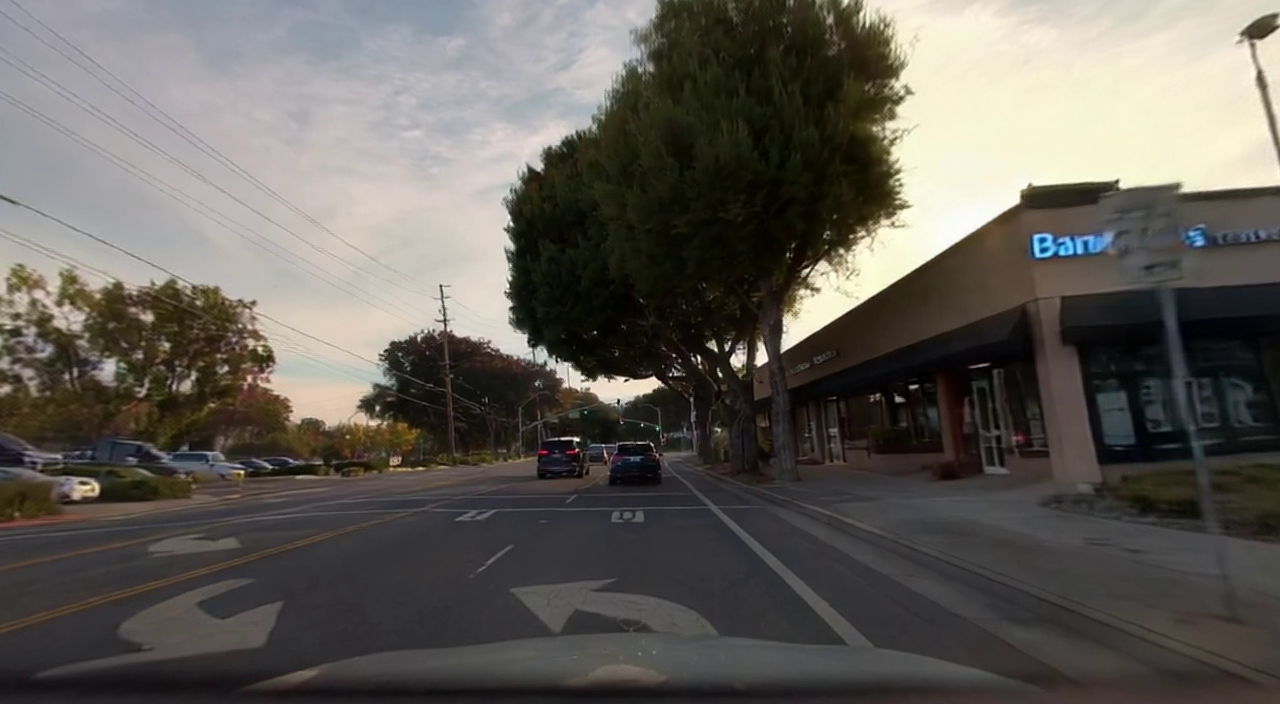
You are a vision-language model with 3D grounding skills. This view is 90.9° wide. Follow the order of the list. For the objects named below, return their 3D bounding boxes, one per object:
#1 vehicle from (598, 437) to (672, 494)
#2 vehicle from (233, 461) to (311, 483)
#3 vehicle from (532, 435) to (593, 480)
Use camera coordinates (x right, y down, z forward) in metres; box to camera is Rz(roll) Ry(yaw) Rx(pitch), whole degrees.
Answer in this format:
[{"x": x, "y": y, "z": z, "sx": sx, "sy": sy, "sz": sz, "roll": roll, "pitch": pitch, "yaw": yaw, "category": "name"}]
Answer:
[{"x": -0.130, "y": 3.561, "z": 20.168, "sx": 2.108, "sy": 1.612, "sz": 4.246, "roll": 0, "pitch": -8, "yaw": 0, "category": "vehicle"}, {"x": -26.357, "y": 8.584, "z": 45.190, "sx": 4.553, "sy": 1.479, "sz": 1.768, "roll": -1, "pitch": -8, "yaw": 7, "category": "vehicle"}, {"x": -3.490, "y": 4.861, "z": 29.341, "sx": 2.064, "sy": 1.859, "sz": 5.154, "roll": 0, "pitch": -8, "yaw": 1, "category": "vehicle"}]
